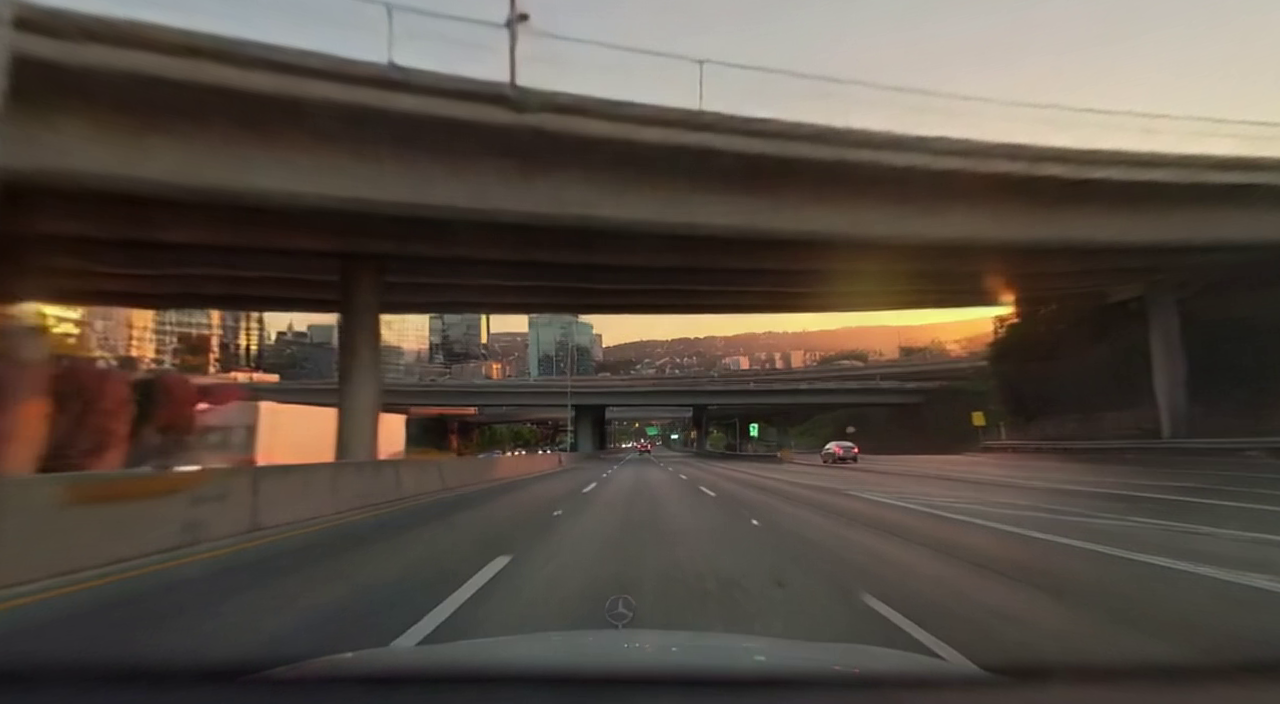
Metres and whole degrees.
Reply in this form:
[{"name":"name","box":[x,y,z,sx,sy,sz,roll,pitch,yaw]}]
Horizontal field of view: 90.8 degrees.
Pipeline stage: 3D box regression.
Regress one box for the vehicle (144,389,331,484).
[{"name":"vehicle","box":[-17.848,3.912,28.996,3.120,3.701,8.247,0,-9,-1]}]
